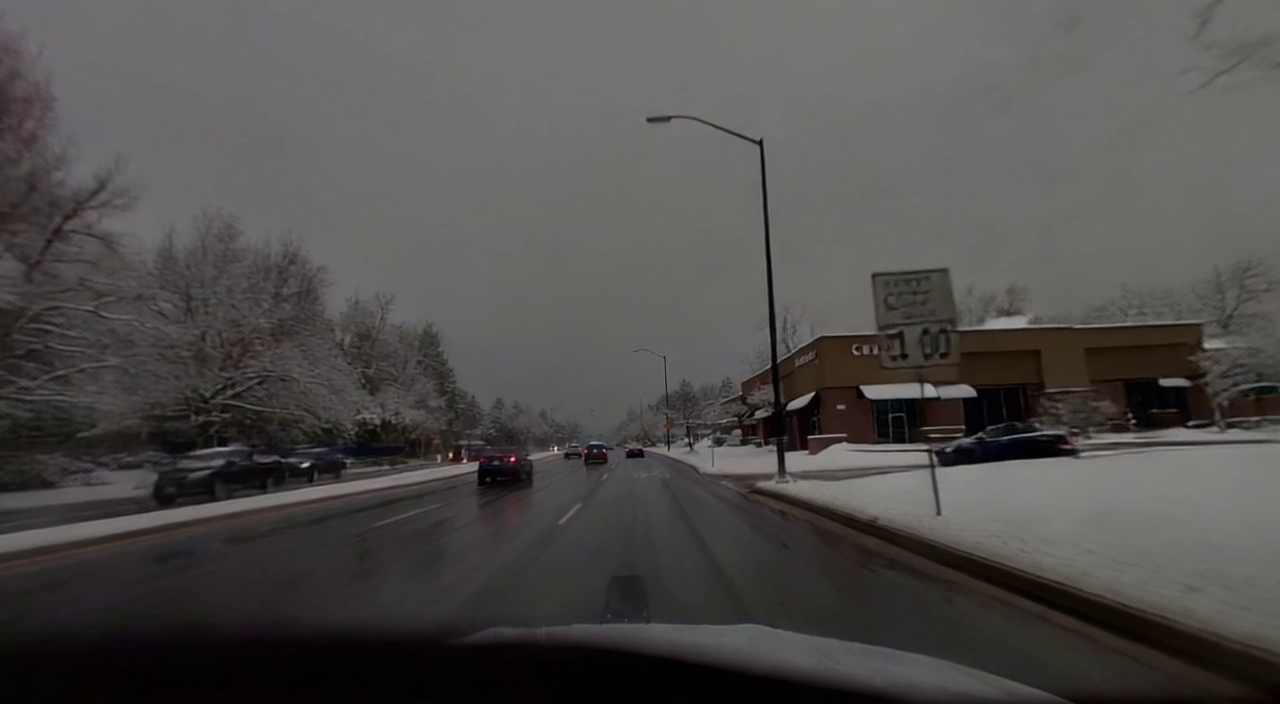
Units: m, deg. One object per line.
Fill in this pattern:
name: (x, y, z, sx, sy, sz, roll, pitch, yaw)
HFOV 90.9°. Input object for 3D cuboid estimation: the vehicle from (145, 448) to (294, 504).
vehicle: (-12.983, 3.797, 19.886, 1.937, 1.526, 4.530, 1, -9, -6)

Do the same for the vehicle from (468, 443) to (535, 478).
vehicle: (-6.207, 4.927, 28.858, 2.072, 1.427, 4.328, 0, -9, 0)

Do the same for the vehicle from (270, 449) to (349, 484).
vehicle: (-17.754, 6.144, 34.089, 1.902, 1.747, 4.380, 0, -9, 0)

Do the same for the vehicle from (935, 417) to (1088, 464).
vehicle: (12.701, 3.110, 21.857, 4.148, 1.507, 1.840, -3, -9, 18)
